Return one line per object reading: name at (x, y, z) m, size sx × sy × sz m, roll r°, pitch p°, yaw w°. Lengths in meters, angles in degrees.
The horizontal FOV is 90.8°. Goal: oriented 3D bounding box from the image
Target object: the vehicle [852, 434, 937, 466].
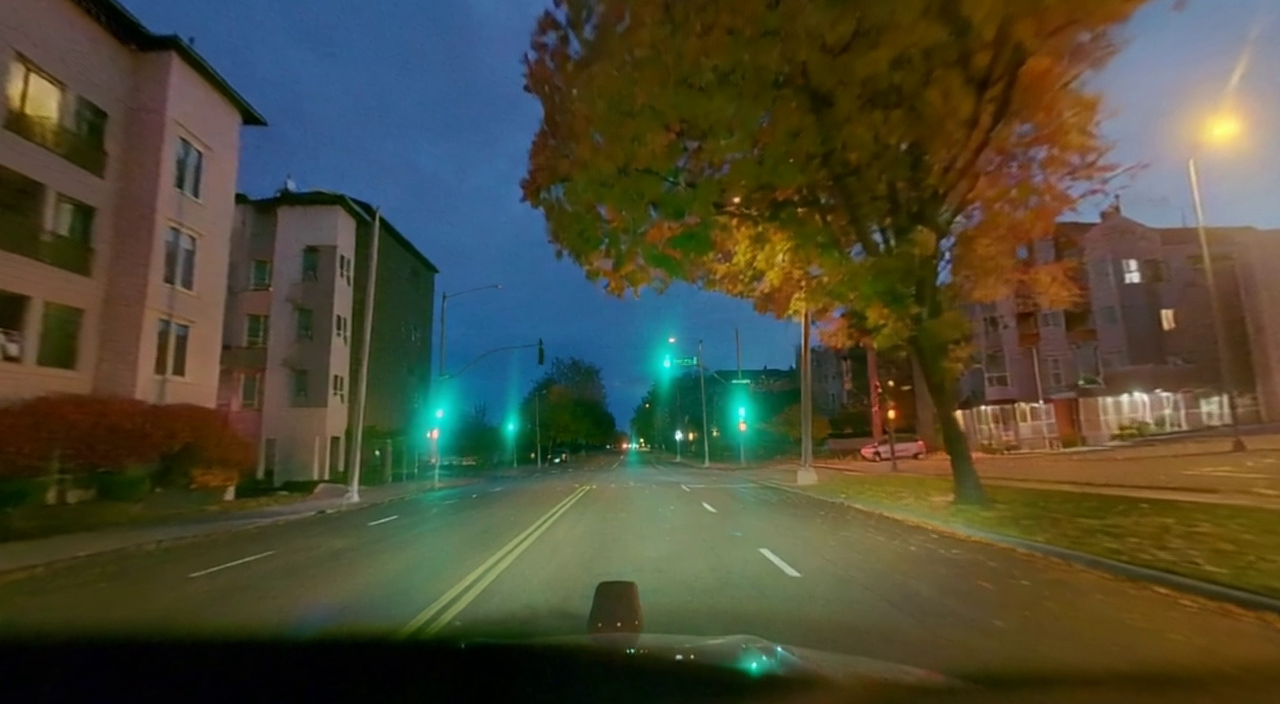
vehicle at (14.503, 5.636, 36.288) m, size 4.365 × 1.702 × 1.897 m, roll -3°, pitch -9°, yaw 18°
